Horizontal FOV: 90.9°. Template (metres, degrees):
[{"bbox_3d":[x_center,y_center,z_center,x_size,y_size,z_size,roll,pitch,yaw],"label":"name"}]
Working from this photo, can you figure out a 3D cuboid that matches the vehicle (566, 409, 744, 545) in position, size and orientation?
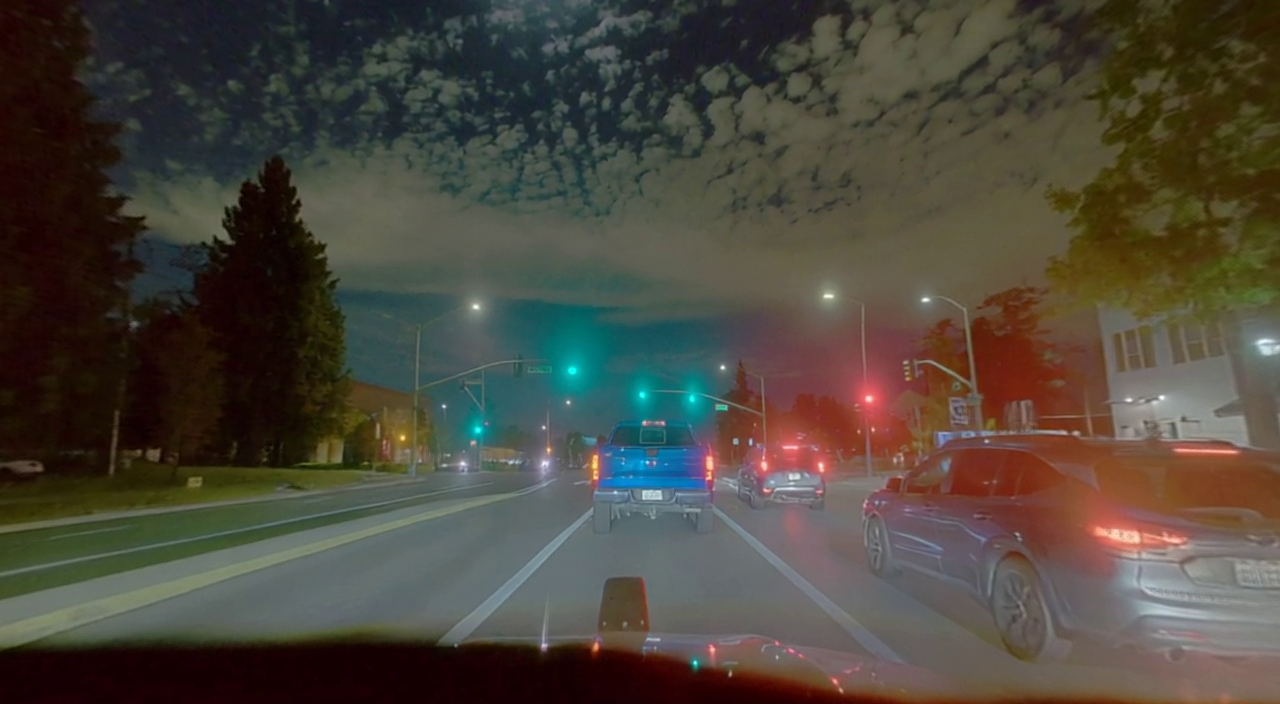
[{"bbox_3d":[0.235,2.265,12.170,2.636,2.011,5.425,0,-8,0],"label":"vehicle"}]

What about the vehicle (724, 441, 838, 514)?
[{"bbox_3d":[3.506,3.193,16.572,1.957,1.646,4.355,0,-8,0],"label":"vehicle"}]

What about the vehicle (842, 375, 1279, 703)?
[{"bbox_3d":[3.310,1.225,4.237,2.155,1.667,5.162,0,-8,0],"label":"vehicle"}]
